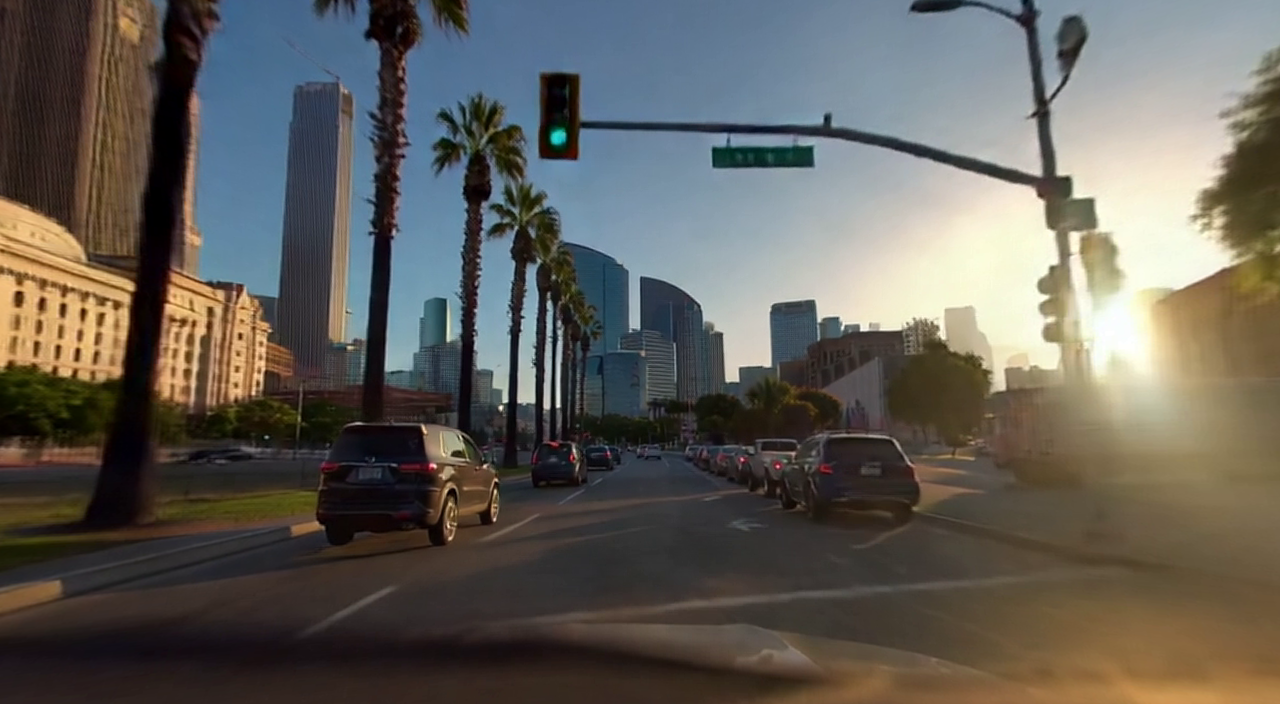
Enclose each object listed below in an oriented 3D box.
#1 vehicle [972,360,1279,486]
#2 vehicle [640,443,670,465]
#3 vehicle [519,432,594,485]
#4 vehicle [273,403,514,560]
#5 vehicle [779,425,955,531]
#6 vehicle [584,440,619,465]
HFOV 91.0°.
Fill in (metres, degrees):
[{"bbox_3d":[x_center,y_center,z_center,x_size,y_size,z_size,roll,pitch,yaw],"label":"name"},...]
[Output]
[{"bbox_3d":[16.719,2.347,19.883,10.428,3.452,2.869,-7,-11,37],"label":"vehicle"},{"bbox_3d":[1.032,7.152,44.261,2.036,1.461,3.890,0,-9,0],"label":"vehicle"},{"bbox_3d":[-2.947,3.900,23.242,2.014,1.740,4.392,0,-9,2],"label":"vehicle"},{"bbox_3d":[-3.280,1.811,9.439,1.800,1.797,4.224,0,-9,1],"label":"vehicle"},{"bbox_3d":[4.348,2.477,13.020,1.965,1.735,4.835,0,-9,2],"label":"vehicle"},{"bbox_3d":[-2.592,6.868,43.170,1.955,1.637,4.243,0,-9,2],"label":"vehicle"}]
